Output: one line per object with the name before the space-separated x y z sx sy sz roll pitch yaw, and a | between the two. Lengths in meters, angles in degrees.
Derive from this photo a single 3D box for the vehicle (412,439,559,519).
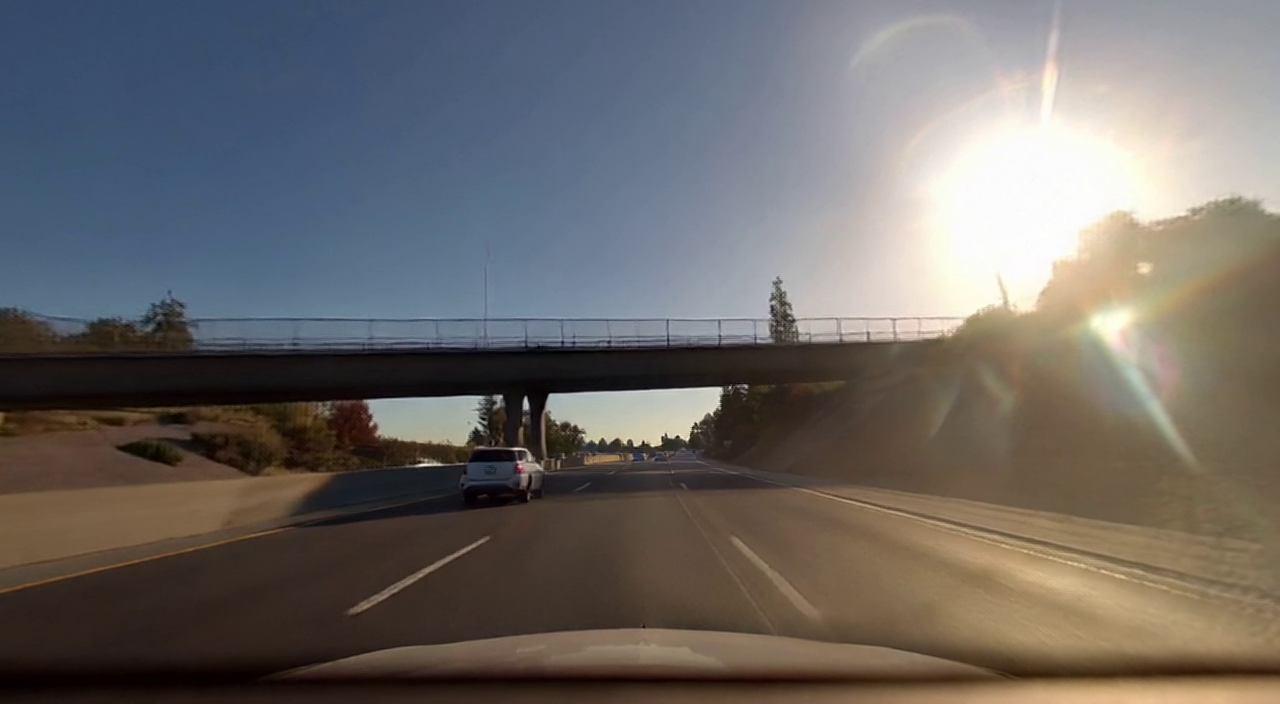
vehicle | -3.517 3.016 15.512 2.274 1.628 4.807 -1 -9 2
